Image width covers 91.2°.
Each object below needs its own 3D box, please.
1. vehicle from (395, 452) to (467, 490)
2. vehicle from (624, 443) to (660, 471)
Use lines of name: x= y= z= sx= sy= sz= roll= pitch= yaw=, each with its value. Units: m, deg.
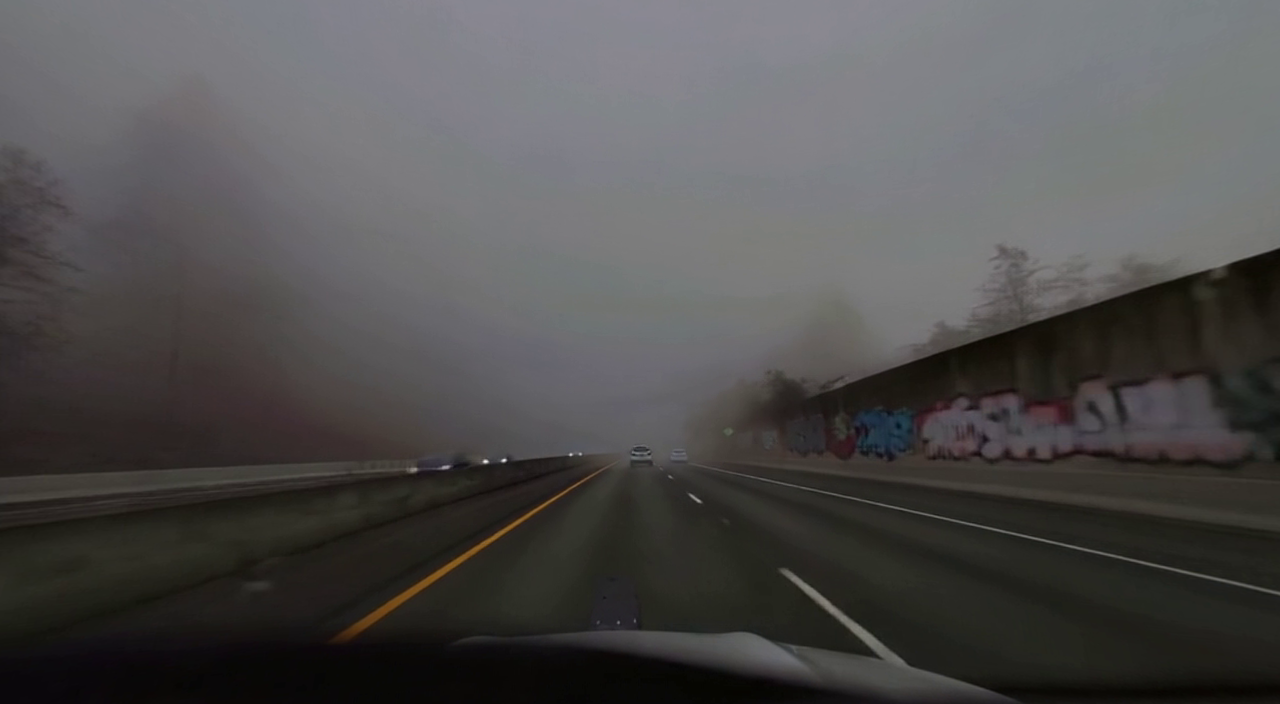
vehicle: x=-9.343 y=5.316 z=28.327 sx=1.894 sy=1.513 sz=4.009 roll=0 pitch=-9 yaw=0
vehicle: x=0.103 y=6.553 z=39.340 sx=2.095 sy=1.671 sz=4.219 roll=0 pitch=-9 yaw=-1
